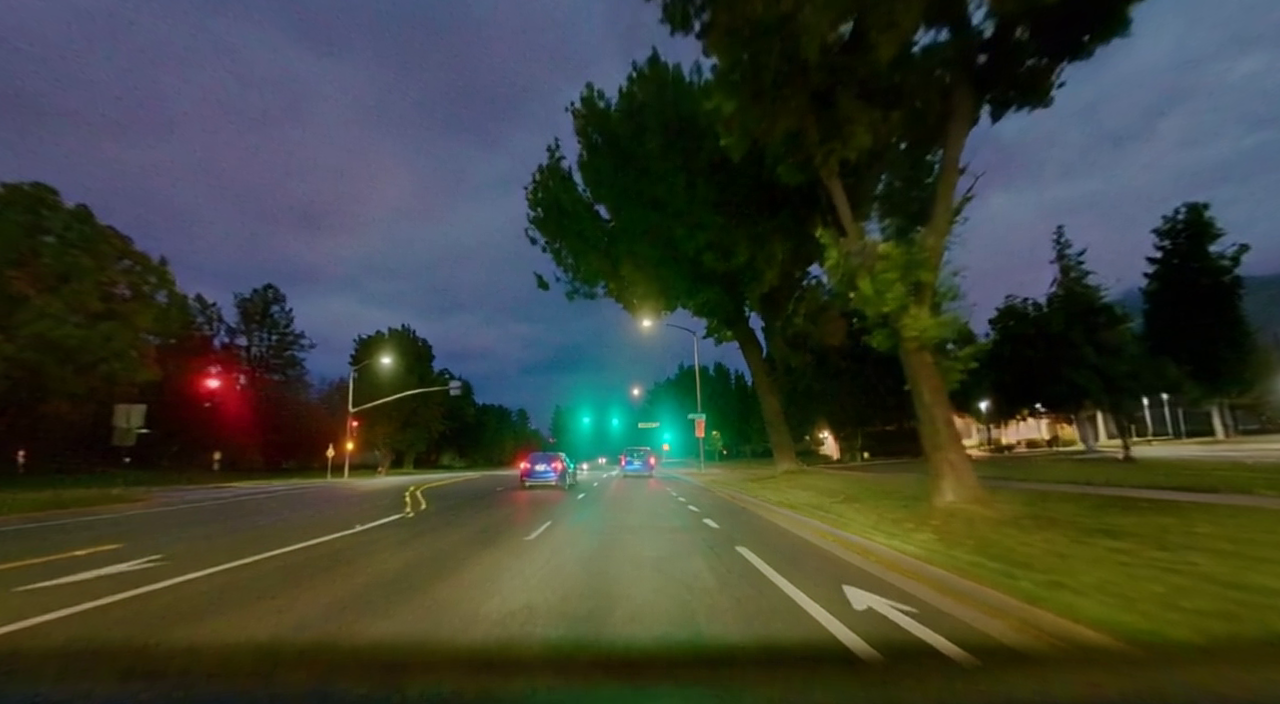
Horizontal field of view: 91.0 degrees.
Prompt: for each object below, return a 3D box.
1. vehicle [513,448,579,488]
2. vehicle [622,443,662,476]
[{"bbox_3d":[-3.732,4.652,25.655,2.036,1.447,4.044,0,-8,0],"label":"vehicle"},{"bbox_3d":[0.029,6.262,37.076,2.215,1.799,4.426,0,-8,-1],"label":"vehicle"}]
